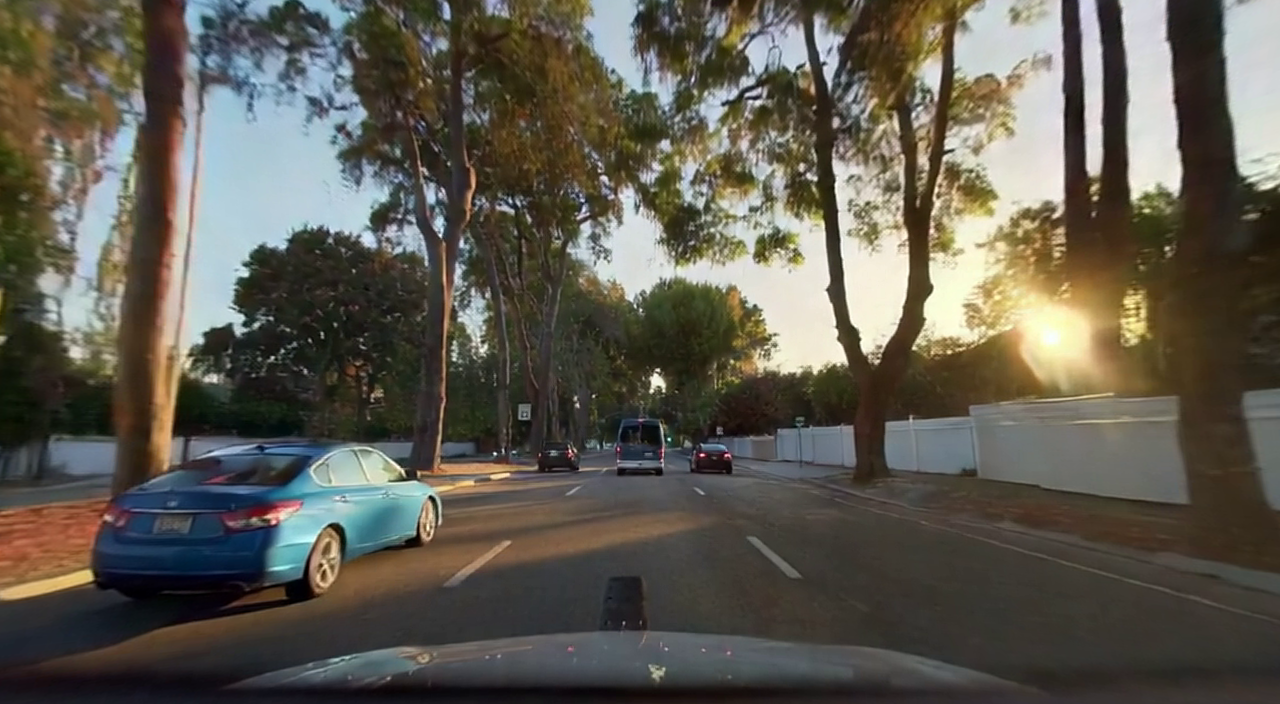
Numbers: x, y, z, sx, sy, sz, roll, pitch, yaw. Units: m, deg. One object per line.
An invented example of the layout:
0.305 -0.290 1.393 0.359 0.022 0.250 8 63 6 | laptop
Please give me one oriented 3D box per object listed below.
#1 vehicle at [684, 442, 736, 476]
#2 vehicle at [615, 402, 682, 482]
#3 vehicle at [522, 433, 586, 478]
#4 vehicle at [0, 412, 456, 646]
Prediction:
3.243 5.045 29.889 1.945 1.469 4.258 1 -8 -1 | vehicle
0.186 3.546 24.756 2.311 2.726 5.814 1 -8 -2 | vehicle
-3.527 4.329 26.469 2.021 1.715 4.329 0 -8 1 | vehicle
-3.618 1.475 6.410 2.036 1.474 4.647 1 -8 0 | vehicle
